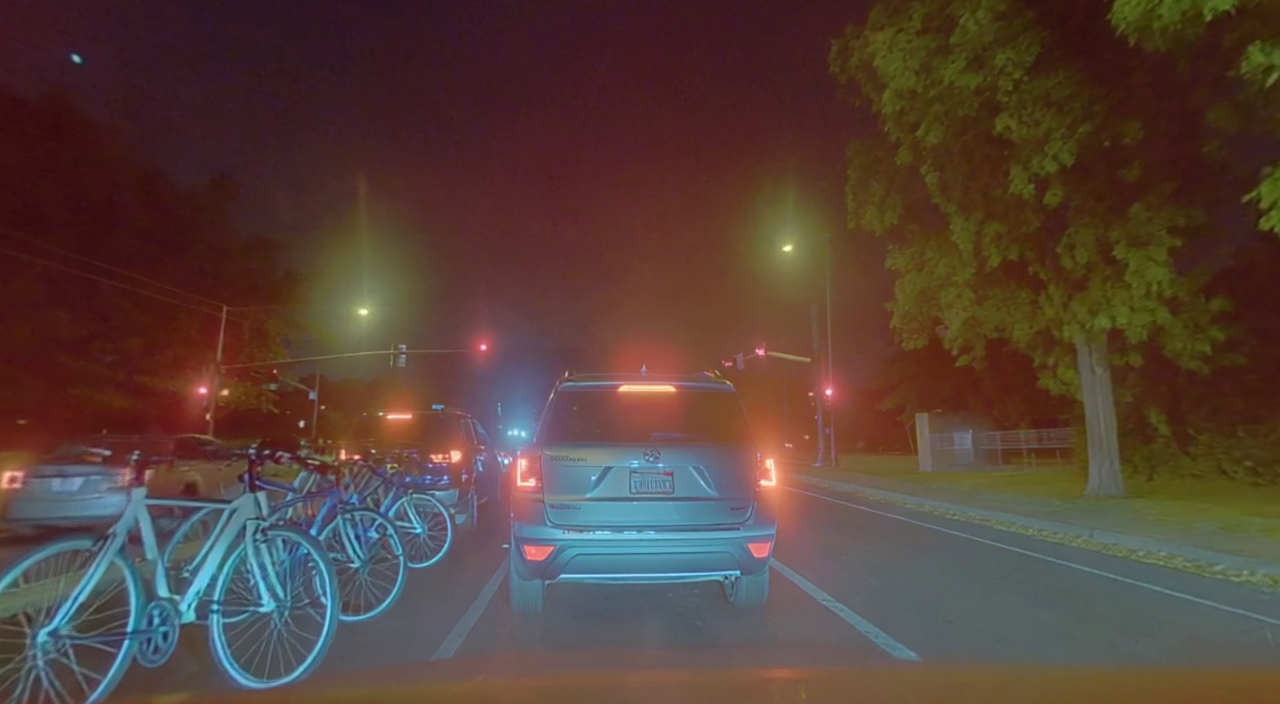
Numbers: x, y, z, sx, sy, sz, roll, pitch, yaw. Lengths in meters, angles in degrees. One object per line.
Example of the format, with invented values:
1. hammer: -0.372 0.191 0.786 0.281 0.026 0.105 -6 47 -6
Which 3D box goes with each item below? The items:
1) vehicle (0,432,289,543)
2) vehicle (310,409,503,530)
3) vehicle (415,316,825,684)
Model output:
1. vehicle: -8.286 2.180 10.945 2.026 1.479 4.712 1 -8 -5
2. vehicle: -4.223 2.226 12.609 2.337 1.858 5.409 1 -9 -7
3. vehicle: -0.254 1.160 6.006 2.333 2.087 4.586 1 -8 -4
